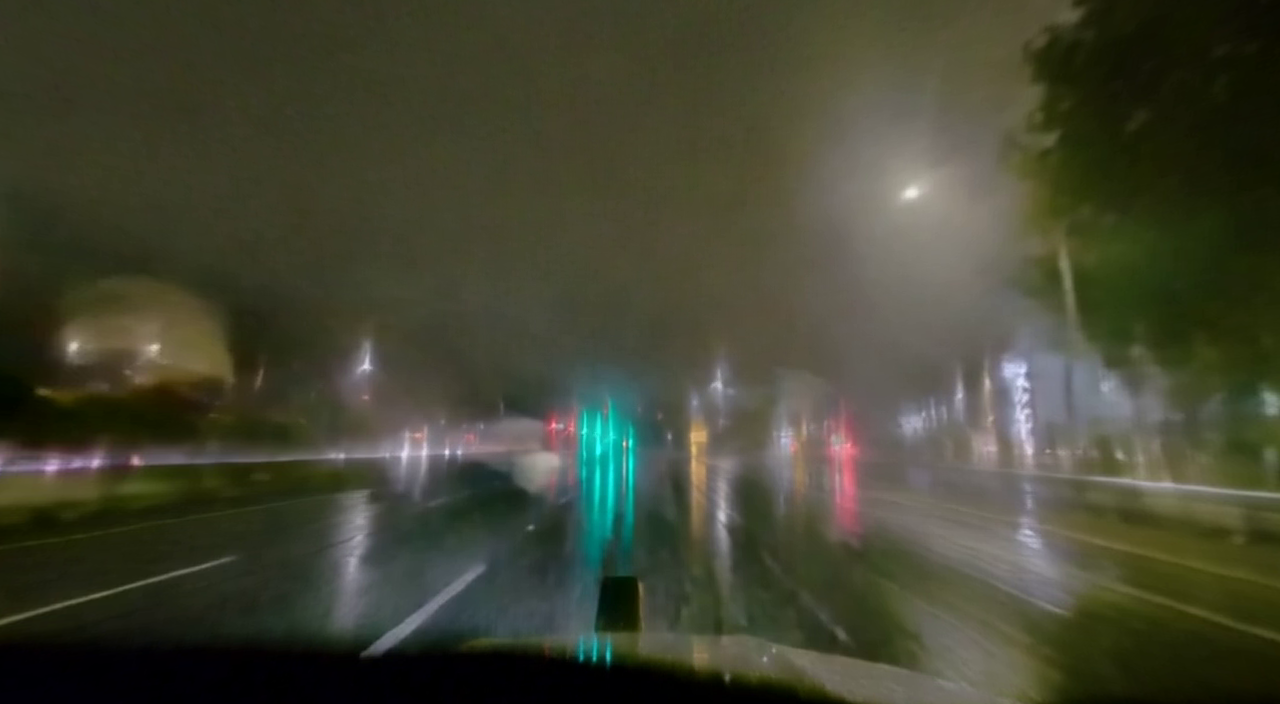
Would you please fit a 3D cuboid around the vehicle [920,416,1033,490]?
[{"bbox_3d":[13.615,4.114,25.800,2.789,2.778,3.541,0,-9,6],"label":"vehicle"}]
